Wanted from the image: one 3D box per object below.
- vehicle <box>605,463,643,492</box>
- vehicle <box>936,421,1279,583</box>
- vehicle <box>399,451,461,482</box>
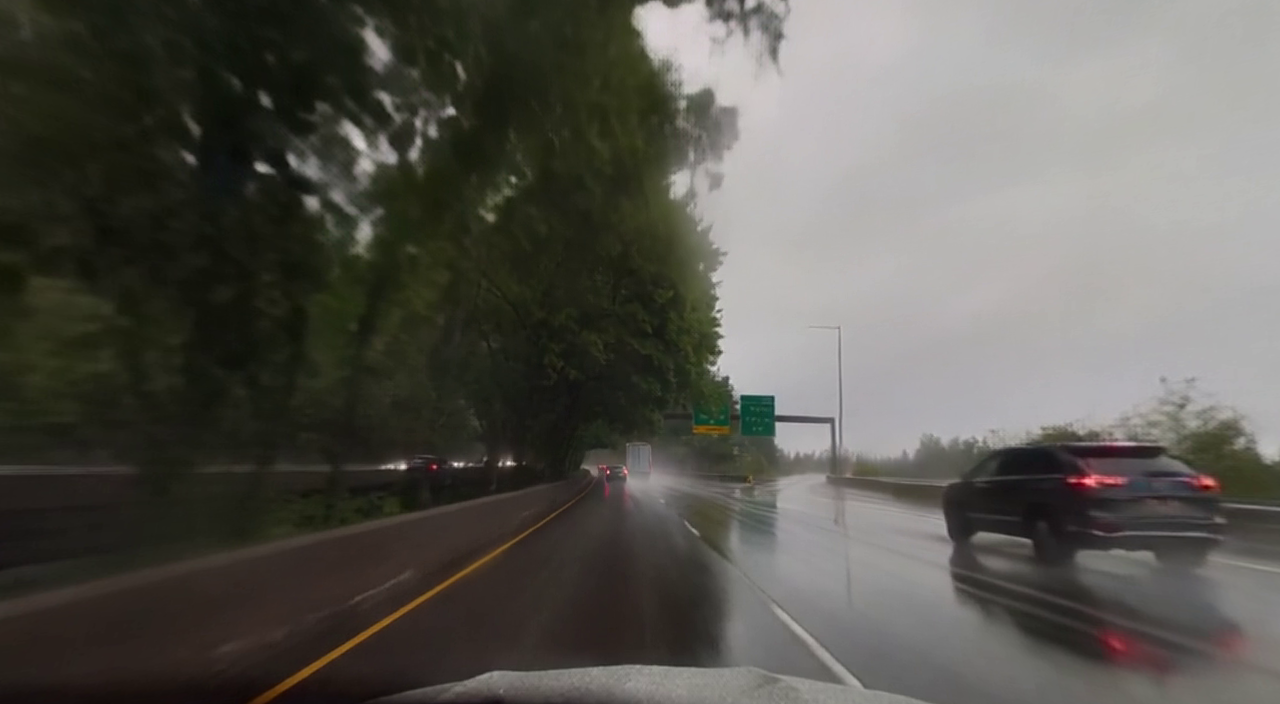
[{"bbox_3d":[-0.926,6.988,35.160,1.987,1.467,3.903,1,-10,-2],"label":"vehicle"},{"bbox_3d":[6.534,2.105,9.437,1.998,1.776,4.663,1,-10,1],"label":"vehicle"},{"bbox_3d":[-11.905,6.550,36.076,1.952,1.618,4.859,1,-10,-1],"label":"vehicle"}]
